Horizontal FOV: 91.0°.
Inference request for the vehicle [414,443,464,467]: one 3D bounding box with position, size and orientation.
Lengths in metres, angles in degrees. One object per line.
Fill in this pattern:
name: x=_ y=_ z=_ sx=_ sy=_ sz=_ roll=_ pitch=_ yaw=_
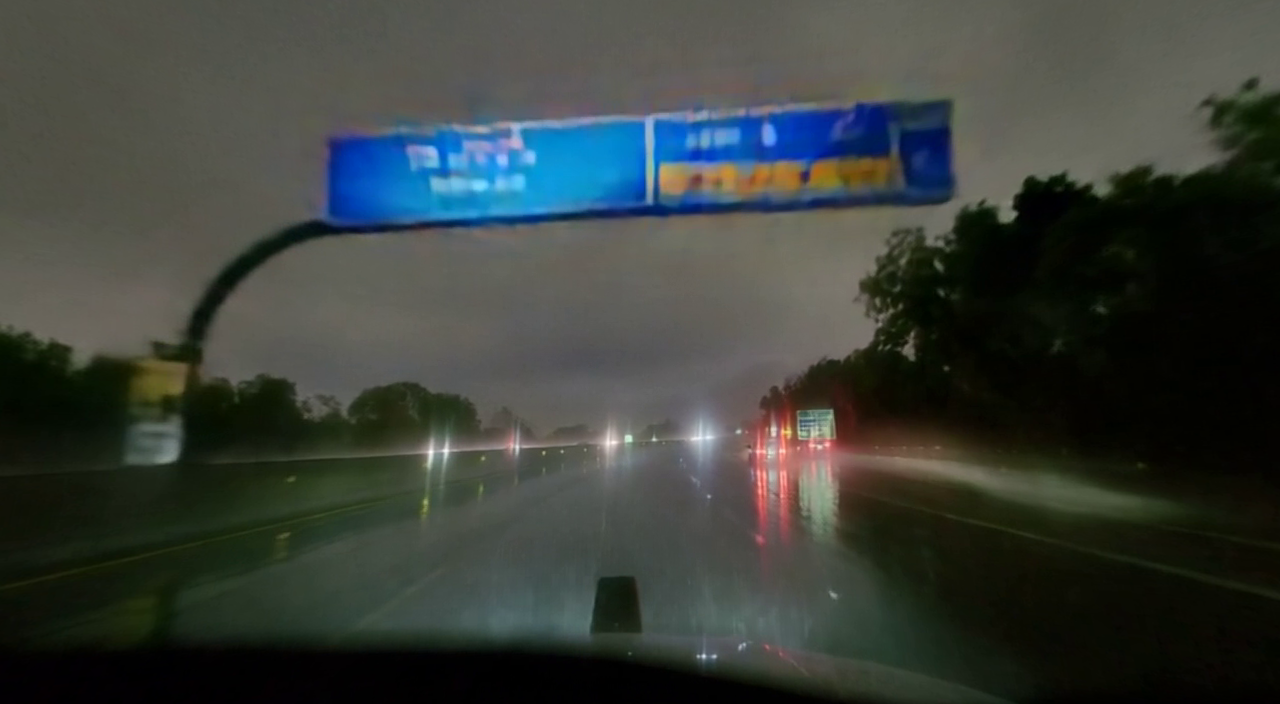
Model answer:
vehicle: x=-15.111 y=7.730 z=47.519 sx=2.038 sy=1.667 sz=4.222 roll=-1 pitch=-8 yaw=5
